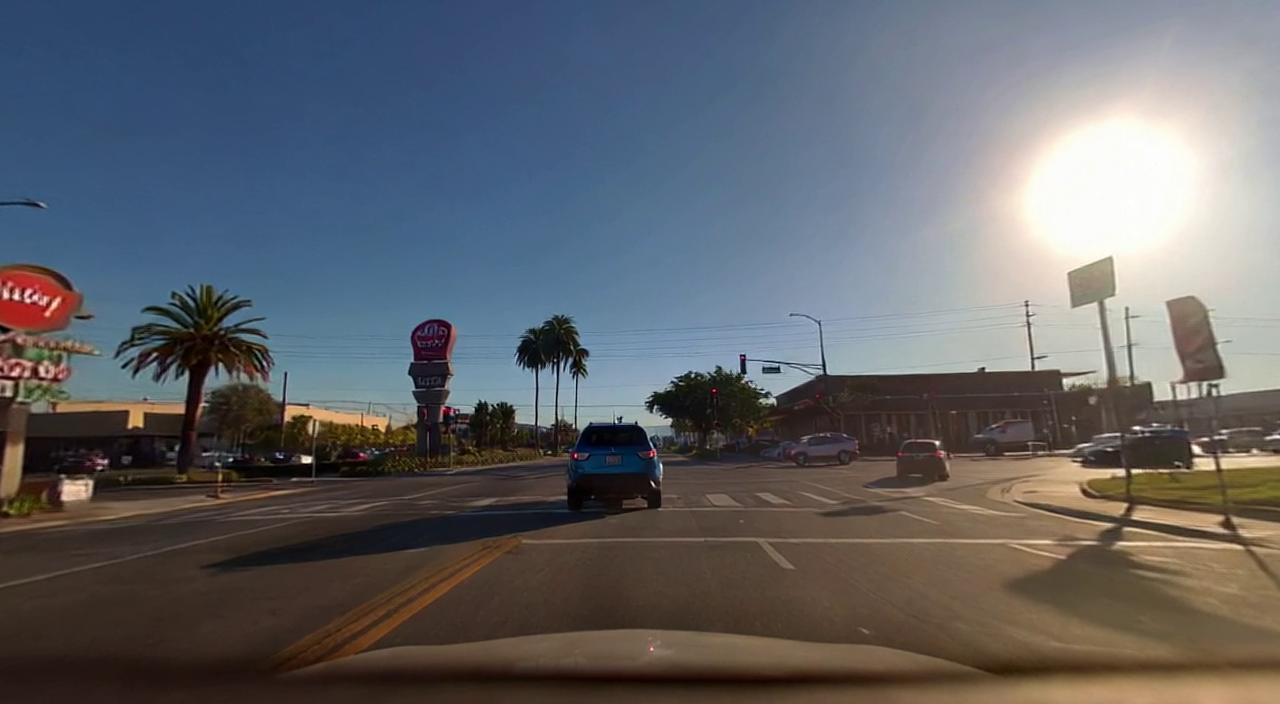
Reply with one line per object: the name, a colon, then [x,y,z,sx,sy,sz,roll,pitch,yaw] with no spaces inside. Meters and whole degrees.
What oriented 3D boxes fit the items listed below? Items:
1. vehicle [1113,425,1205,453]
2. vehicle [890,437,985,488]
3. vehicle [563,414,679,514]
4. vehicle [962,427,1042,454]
vehicle: [32.305,5.444,39.485,4.167,1.655,1.841,-5,-10,32]
vehicle: [10.592,3.831,22.316,2.086,1.560,4.542,-6,-10,36]
vehicle: [-0.312,2.545,14.812,2.263,1.932,4.709,0,-8,2]
vehicle: [25.294,6.190,44.205,4.641,1.778,1.958,-6,-10,33]
